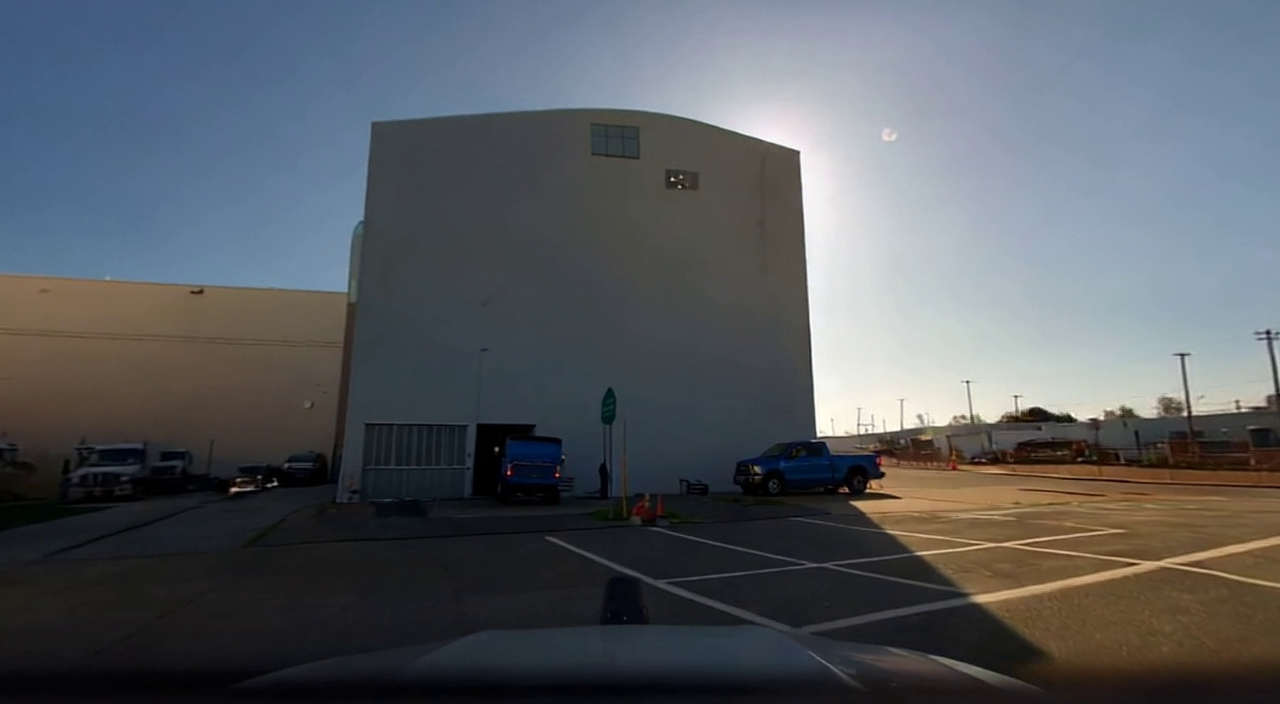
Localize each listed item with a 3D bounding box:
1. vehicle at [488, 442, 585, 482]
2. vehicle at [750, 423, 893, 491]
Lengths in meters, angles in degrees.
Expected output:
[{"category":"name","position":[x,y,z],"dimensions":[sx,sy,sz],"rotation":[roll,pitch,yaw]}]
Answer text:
[{"category":"vehicle","position":[-5.990,6.309,36.458],"dimensions":[5.207,2.103,1.997],"rotation":[3,-9,-20]},{"category":"vehicle","position":[8.710,5.070,30.363],"dimensions":[6.271,3.004,2.298],"rotation":[4,-11,-19]}]
